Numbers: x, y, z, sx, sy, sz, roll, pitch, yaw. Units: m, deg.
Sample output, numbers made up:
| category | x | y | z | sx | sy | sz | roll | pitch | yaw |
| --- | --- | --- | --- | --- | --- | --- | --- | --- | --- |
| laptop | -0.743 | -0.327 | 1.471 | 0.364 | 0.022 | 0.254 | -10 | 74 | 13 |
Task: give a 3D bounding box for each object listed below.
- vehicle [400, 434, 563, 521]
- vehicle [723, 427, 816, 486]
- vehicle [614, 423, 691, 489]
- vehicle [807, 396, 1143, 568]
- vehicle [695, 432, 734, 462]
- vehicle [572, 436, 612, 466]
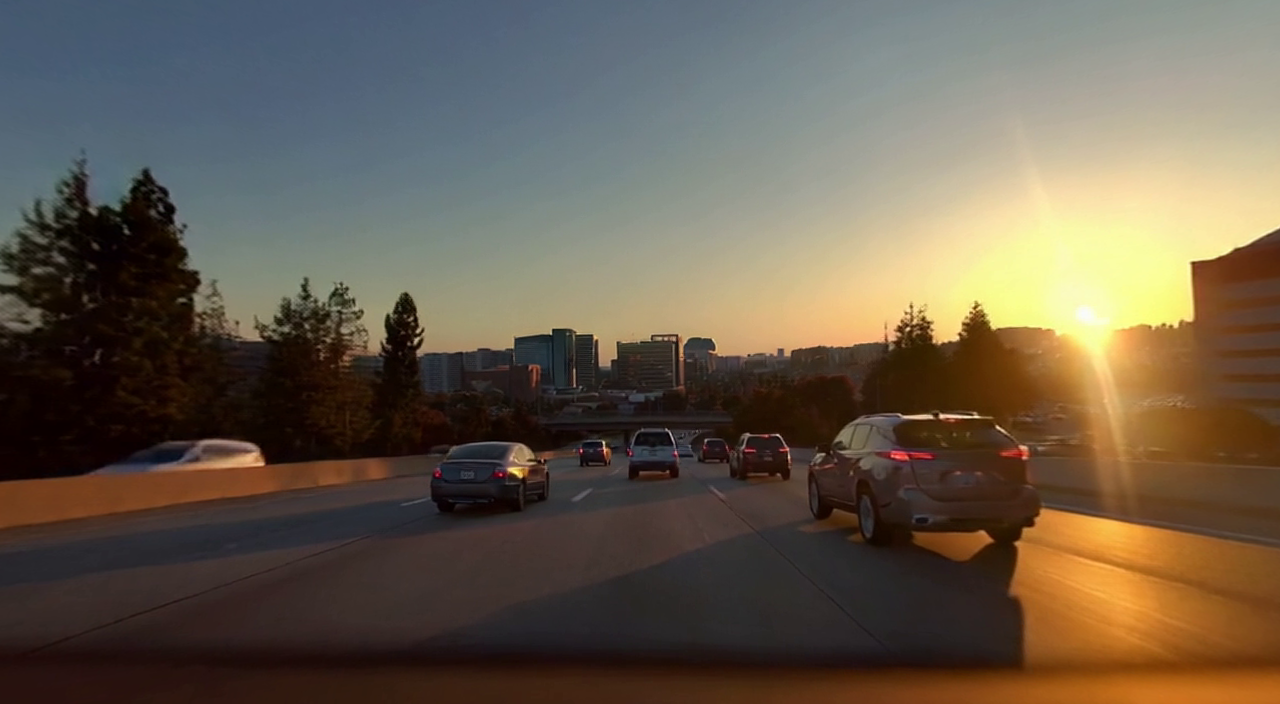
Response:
| category | x | y | z | sx | sy | sz | roll | pitch | yaw |
| --- | --- | --- | --- | --- | --- | --- | --- | --- | --- |
| vehicle | -3.013 | 2.503 | 13.260 | 1.965 | 1.443 | 4.968 | -1 | -8 | 2 |
| vehicle | 4.037 | 3.348 | 20.420 | 2.094 | 1.676 | 4.309 | -1 | -8 | 0 |
| vehicle | 0.376 | 3.256 | 20.052 | 2.153 | 1.805 | 4.631 | -1 | -8 | 1 |
| vehicle | 3.952 | 1.629 | 8.623 | 2.156 | 1.701 | 4.494 | -1 | -8 | 1 |
| vehicle | 4.695 | 6.076 | 40.446 | 2.039 | 1.832 | 3.989 | -1 | -8 | 1 |
| vehicle | -2.872 | 5.982 | 38.336 | 1.951 | 1.694 | 4.188 | -1 | -8 | 2 |
